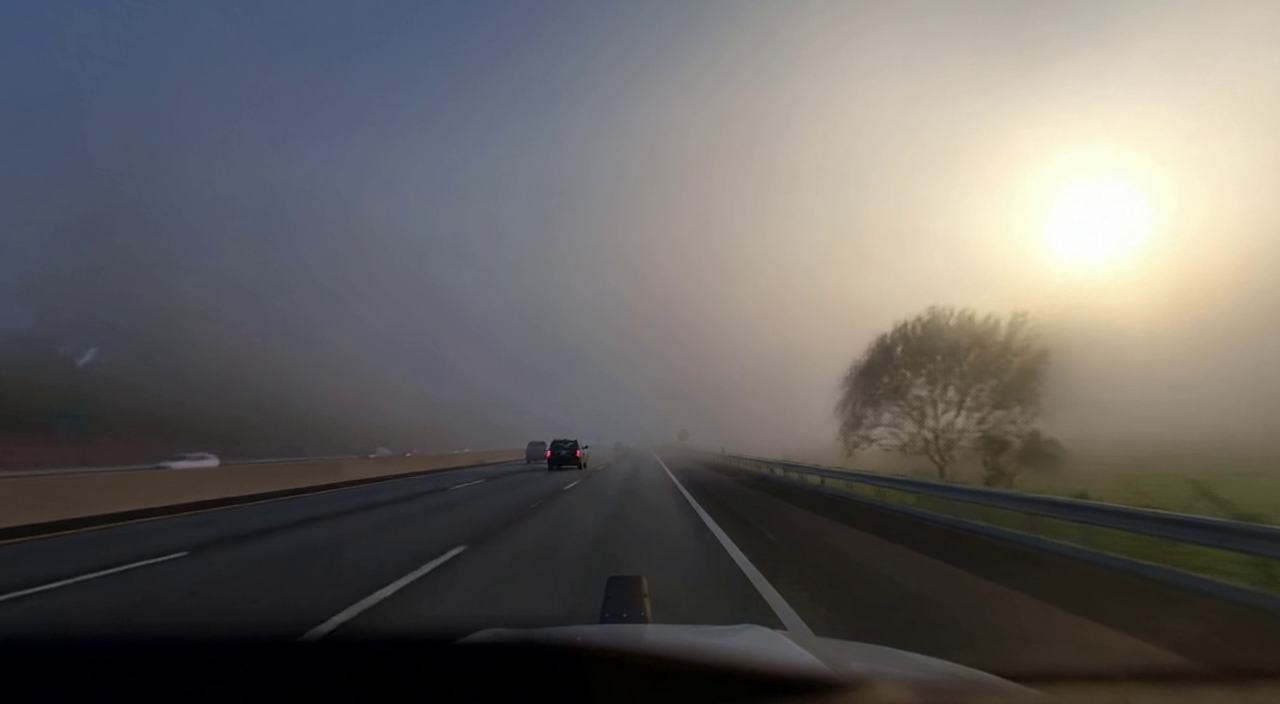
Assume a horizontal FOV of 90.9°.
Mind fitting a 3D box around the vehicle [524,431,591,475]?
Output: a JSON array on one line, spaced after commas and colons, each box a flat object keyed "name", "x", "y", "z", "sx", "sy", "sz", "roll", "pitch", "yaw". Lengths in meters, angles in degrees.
[{"name": "vehicle", "x": -3.635, "y": 4.584, "z": 28.801, "sx": 2.283, "sy": 1.802, "sz": 4.810, "roll": 0, "pitch": -9, "yaw": 1}]

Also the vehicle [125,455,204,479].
[{"name": "vehicle", "x": -32.677, "y": 7.927, "z": 43.521, "sx": 1.793, "sy": 1.480, "sz": 4.596, "roll": 0, "pitch": -8, "yaw": 0}]
